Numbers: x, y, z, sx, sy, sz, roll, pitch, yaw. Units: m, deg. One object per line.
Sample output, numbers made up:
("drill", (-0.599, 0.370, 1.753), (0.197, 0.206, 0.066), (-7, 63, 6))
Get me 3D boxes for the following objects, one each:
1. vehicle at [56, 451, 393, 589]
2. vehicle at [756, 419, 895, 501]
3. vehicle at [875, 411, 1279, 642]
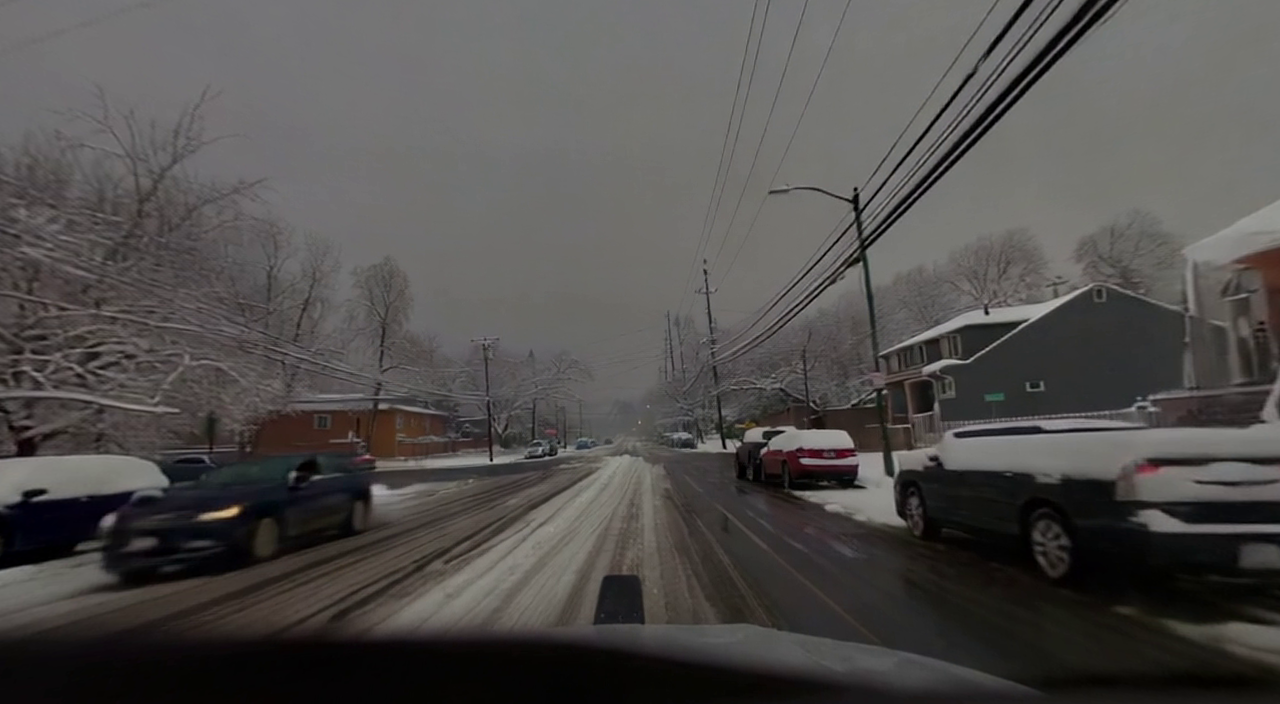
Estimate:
("vehicle", (-5.634, 2.277, 9.482), (1.948, 1.502, 4.434), (-1, -8, 1))
("vehicle", (4.542, 2.739, 16.377), (1.980, 1.773, 4.853), (0, -8, -2))
("vehicle", (4.525, 1.536, 6.809), (2.001, 1.532, 5.029), (0, -8, -1))
